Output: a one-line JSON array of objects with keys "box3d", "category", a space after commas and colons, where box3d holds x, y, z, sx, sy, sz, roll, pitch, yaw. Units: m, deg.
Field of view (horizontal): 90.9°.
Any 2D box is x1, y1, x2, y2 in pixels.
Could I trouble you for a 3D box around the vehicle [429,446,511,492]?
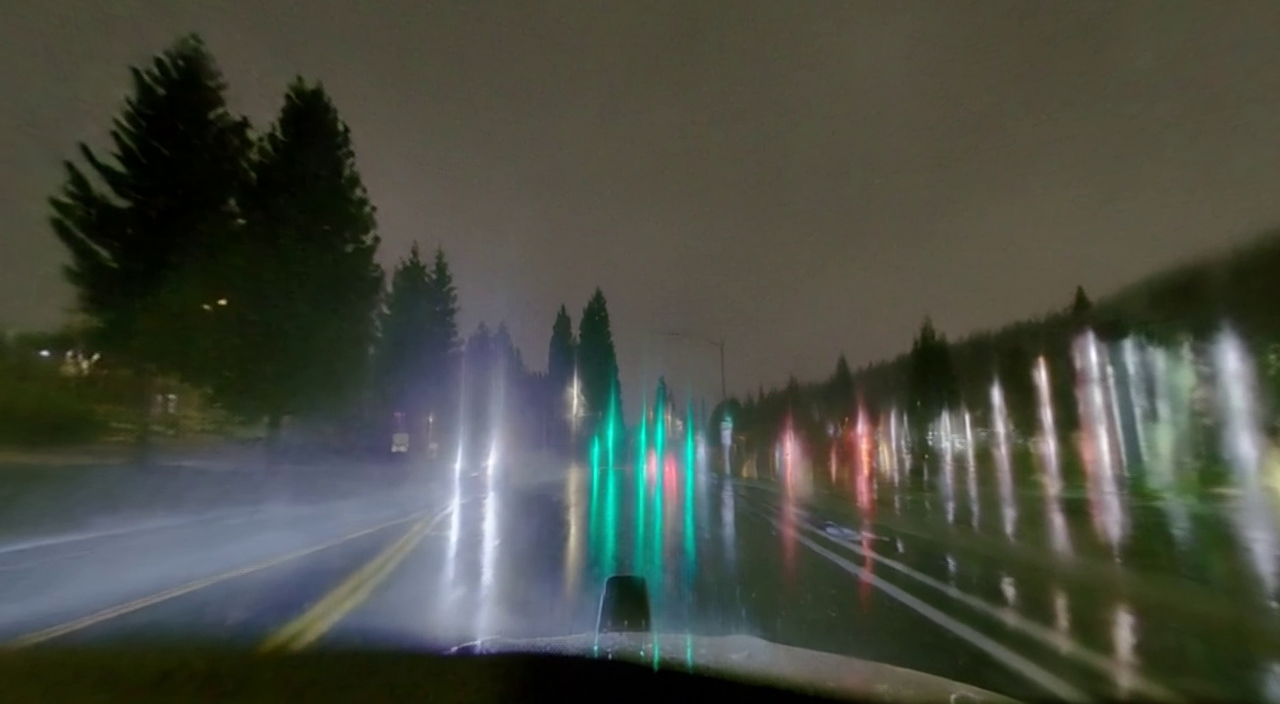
[{"box3d": [-6.538, 4.509, 24.731, 2.095, 1.603, 3.980, 0, -8, 0], "category": "vehicle"}]
